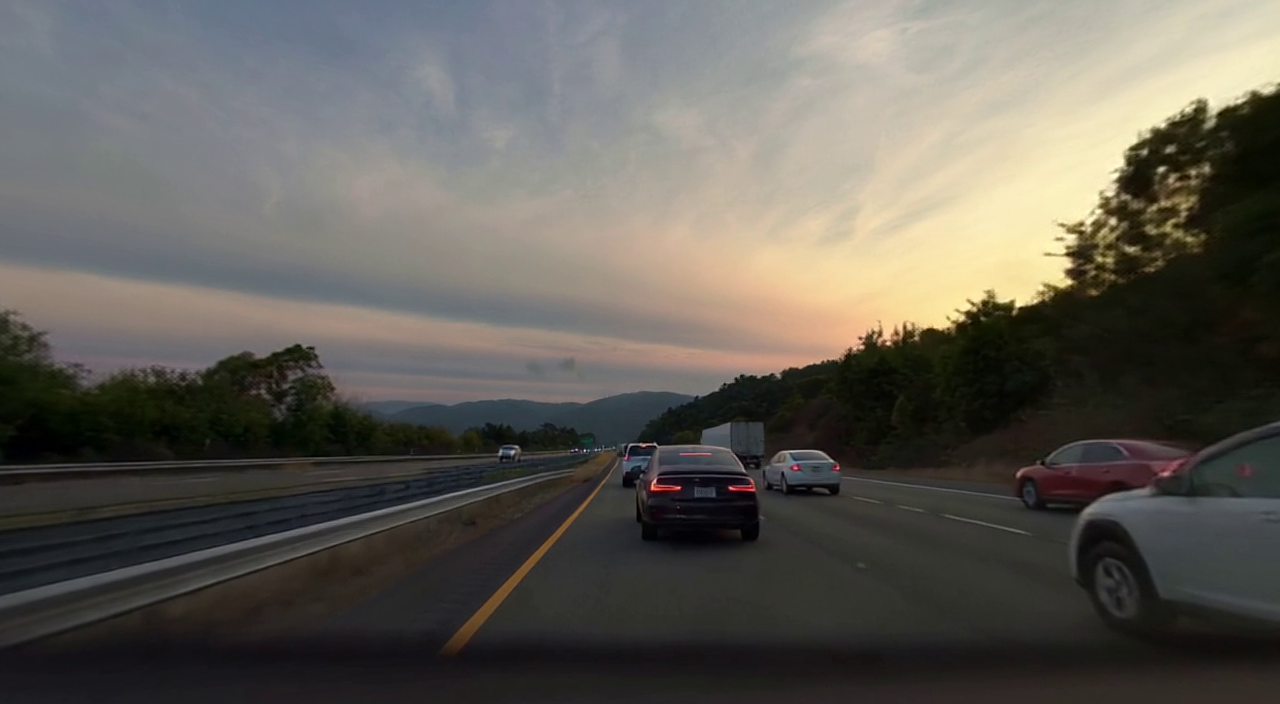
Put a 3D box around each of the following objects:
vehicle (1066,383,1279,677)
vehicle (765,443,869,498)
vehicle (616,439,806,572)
[{"bbox_3d":[4.651,0.916,2.978,1.998,1.657,4.604,0,-9,0],"label":"vehicle"},{"bbox_3d":[5.284,3.583,19.421,1.908,1.500,4.157,0,-9,-1],"label":"vehicle"},{"bbox_3d":[0.740,1.984,8.847,2.094,1.426,3.725,0,-9,-1],"label":"vehicle"}]
